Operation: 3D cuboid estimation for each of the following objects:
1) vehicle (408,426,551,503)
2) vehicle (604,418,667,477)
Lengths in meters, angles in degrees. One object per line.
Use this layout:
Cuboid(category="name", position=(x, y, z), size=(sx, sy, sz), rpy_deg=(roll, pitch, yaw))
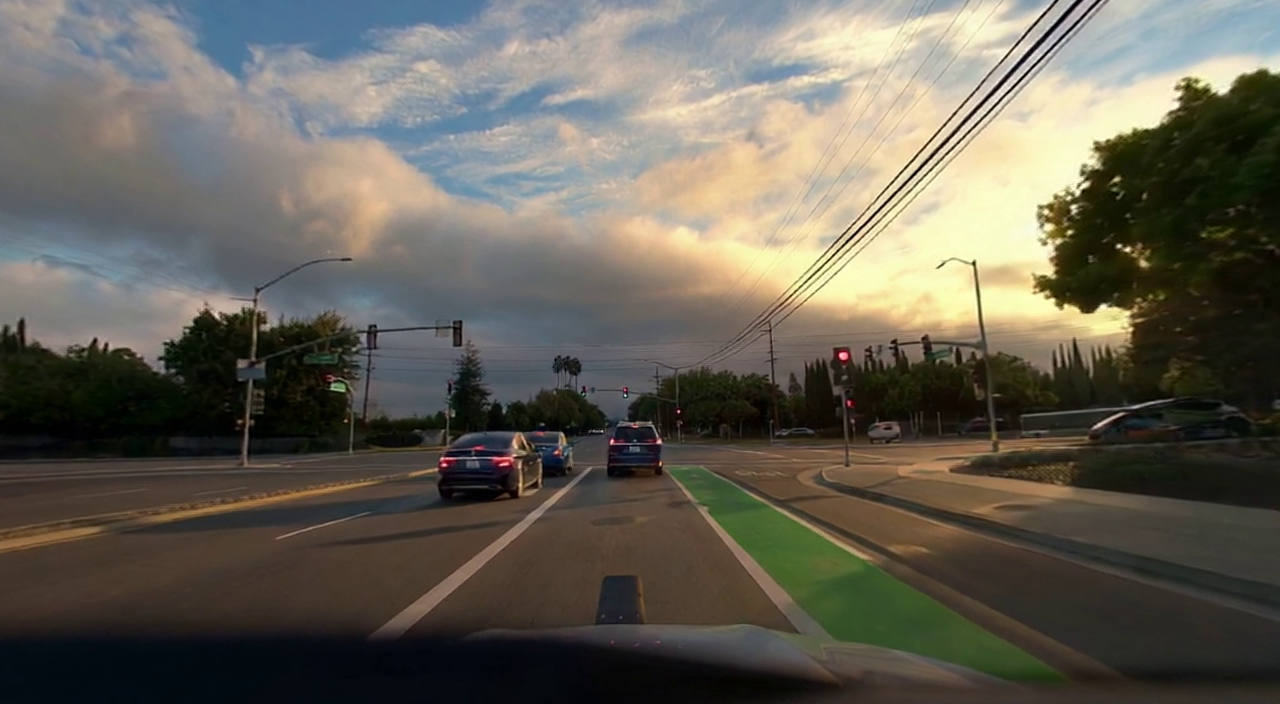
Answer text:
Cuboid(category="vehicle", position=(-3.591, 2.580, 15.351), size=(2.138, 1.488, 5.327), rpy_deg=(1, -7, -1))
Cuboid(category="vehicle", position=(-0.202, 3.556, 23.483), size=(2.036, 1.885, 5.196), rpy_deg=(1, -9, -1))
